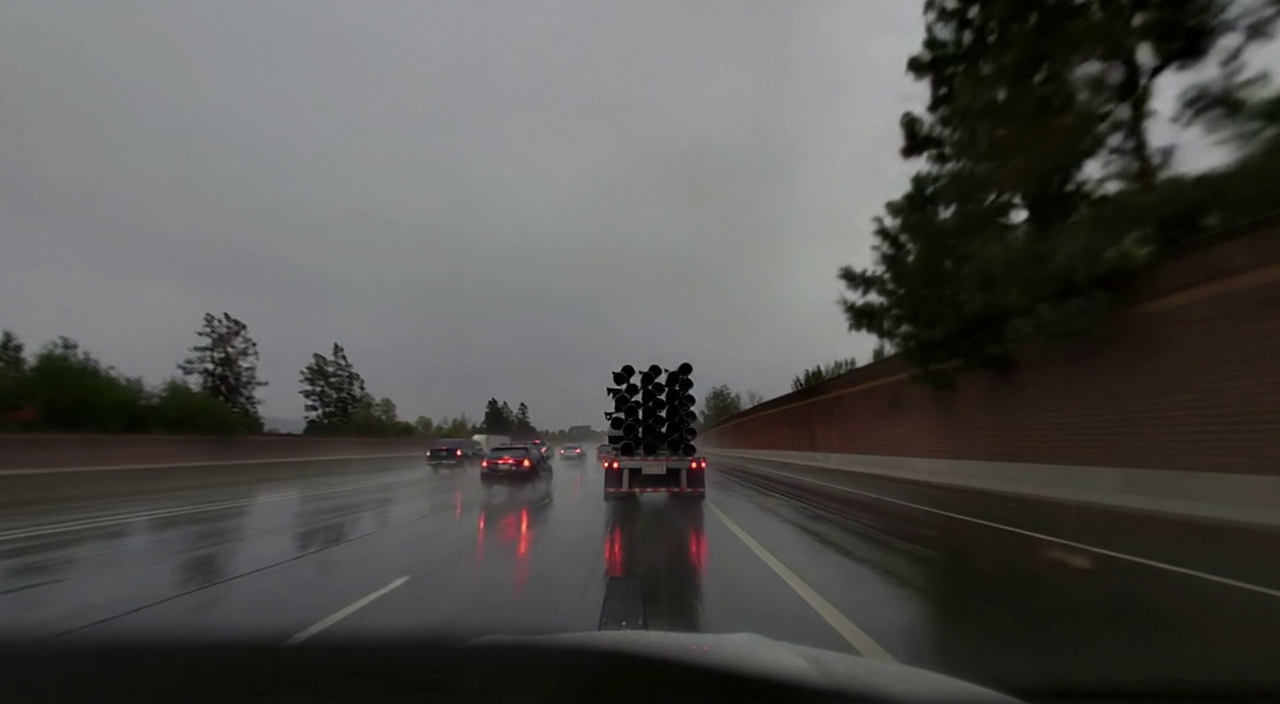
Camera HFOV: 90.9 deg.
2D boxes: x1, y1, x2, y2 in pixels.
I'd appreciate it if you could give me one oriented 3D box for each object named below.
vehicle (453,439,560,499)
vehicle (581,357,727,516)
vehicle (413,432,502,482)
[{"bbox_3d":[-3.648,3.282,18.156,1.974,1.475,4.538,0,-8,1],"label":"vehicle"},{"bbox_3d":[0.308,2.241,16.483,2.798,3.071,8.412,0,-8,1],"label":"vehicle"},{"bbox_3d":[-7.437,4.335,26.317,2.164,1.874,5.004,0,-8,1],"label":"vehicle"}]
